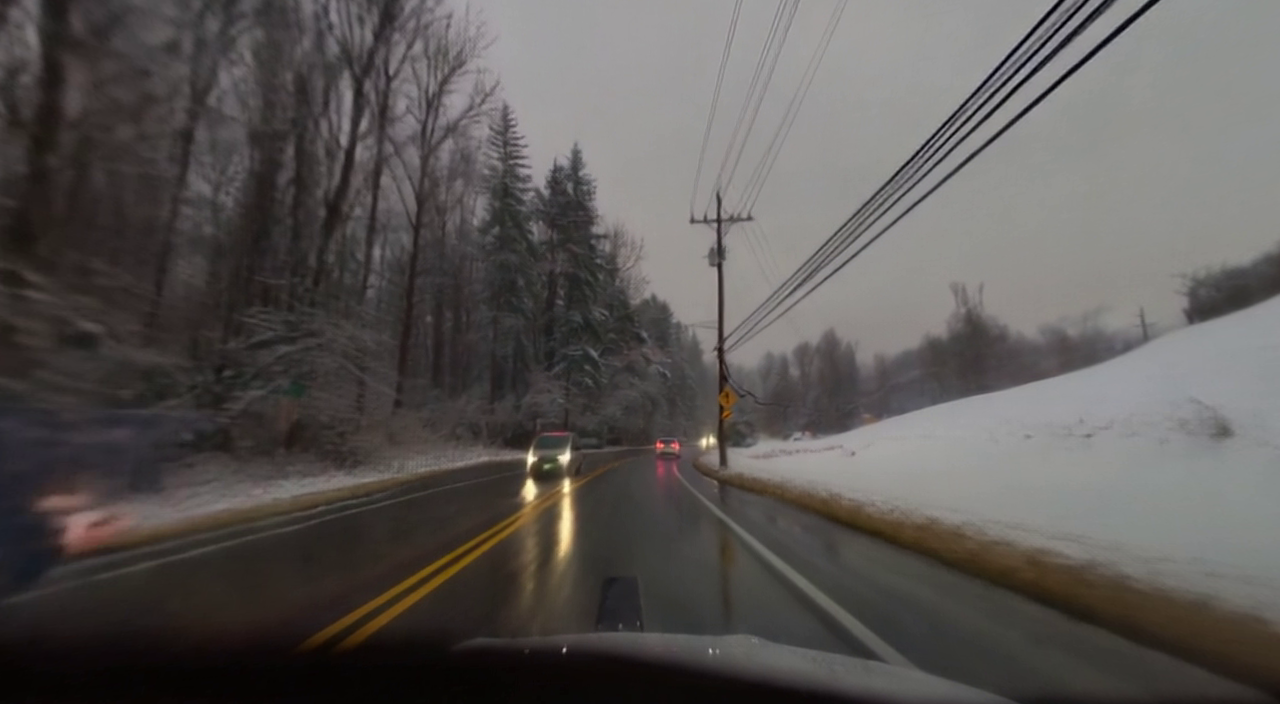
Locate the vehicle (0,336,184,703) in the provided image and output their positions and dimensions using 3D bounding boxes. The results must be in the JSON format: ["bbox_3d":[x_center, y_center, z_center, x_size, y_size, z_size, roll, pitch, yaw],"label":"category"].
[{"bbox_3d":[-3.822,0.654,1.408,2.120,1.821,4.650,0,-9,0],"label":"vehicle"}]

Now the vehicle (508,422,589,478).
[{"bbox_3d":[-3.542,3.963,25.662,2.343,1.998,4.973,-1,-9,2],"label":"vehicle"}]
